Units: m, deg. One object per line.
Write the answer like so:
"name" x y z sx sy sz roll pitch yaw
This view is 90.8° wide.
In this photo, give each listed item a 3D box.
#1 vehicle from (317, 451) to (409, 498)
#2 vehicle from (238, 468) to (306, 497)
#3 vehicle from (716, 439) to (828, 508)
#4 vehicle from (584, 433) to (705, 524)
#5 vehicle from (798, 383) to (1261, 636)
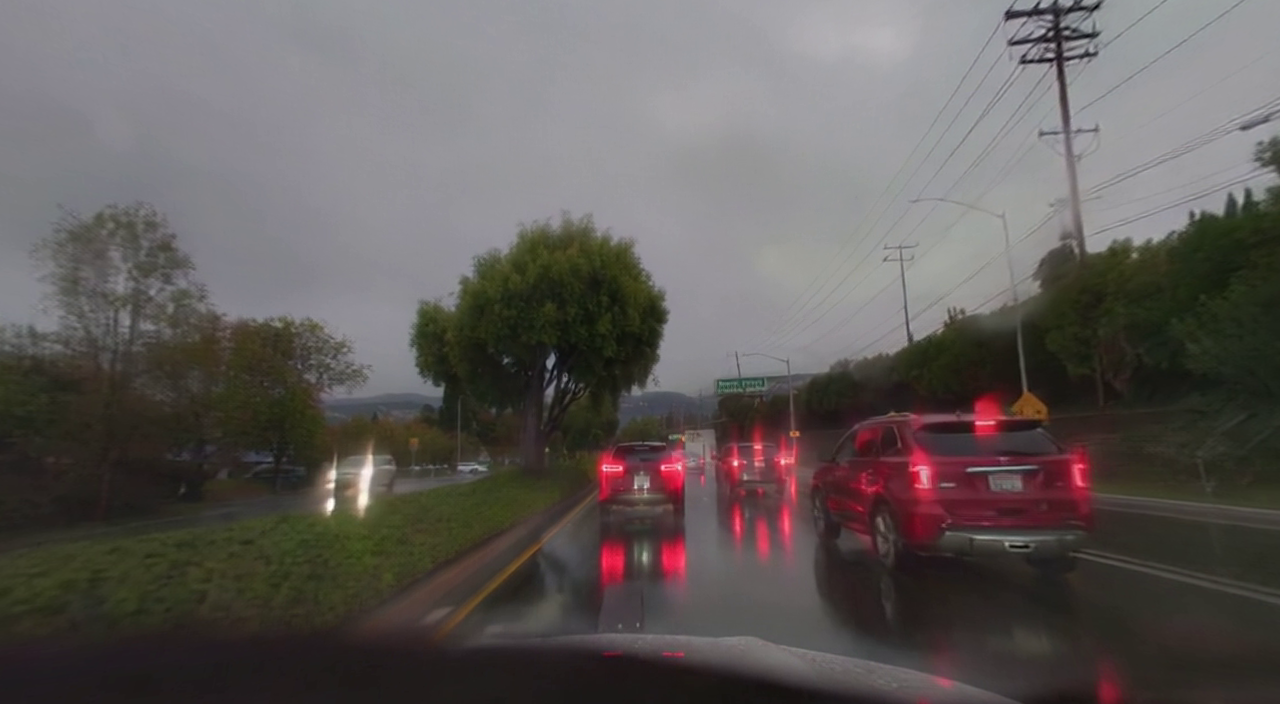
"vehicle" -12.721 5.631 29.450 2.107 1.931 5.015 0 -8 -2
"vehicle" -22.617 8.017 38.993 1.847 1.554 3.926 0 -8 -1
"vehicle" 3.330 3.132 16.810 2.064 1.591 4.081 0 -8 0
"vehicle" 0.062 2.617 13.643 2.199 1.641 4.232 0 -8 -1
"vehicle" 3.399 1.469 6.941 2.097 1.818 4.625 0 -8 0
